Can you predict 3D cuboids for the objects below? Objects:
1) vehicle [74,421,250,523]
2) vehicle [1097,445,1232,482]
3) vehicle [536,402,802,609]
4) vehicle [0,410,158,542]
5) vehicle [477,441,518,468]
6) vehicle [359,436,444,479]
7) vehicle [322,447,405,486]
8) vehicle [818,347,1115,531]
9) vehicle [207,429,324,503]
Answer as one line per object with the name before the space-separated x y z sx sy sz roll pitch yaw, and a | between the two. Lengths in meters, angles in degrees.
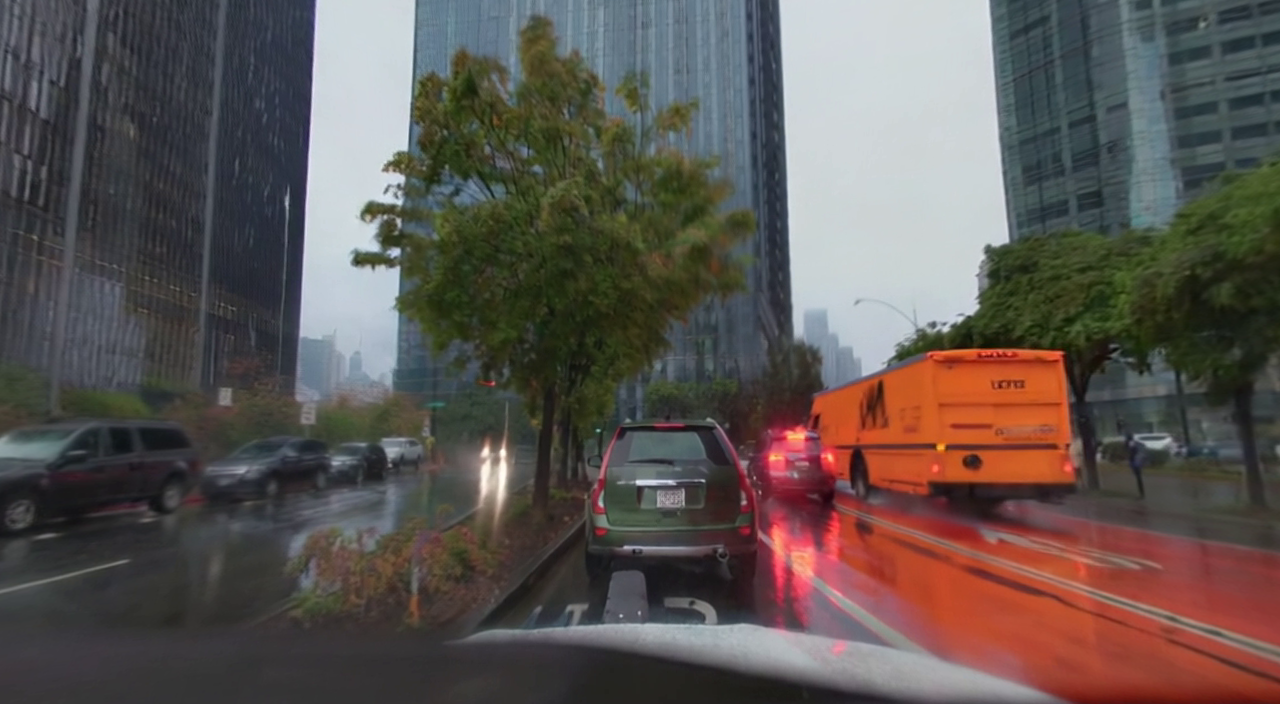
vehicle | -10.720 2.674 14.492 1.482 2.019 3.297 0 -9 -3
vehicle | 31.093 6.608 37.750 5.890 1.996 2.155 -6 -10 34
vehicle | 0.289 1.583 7.390 2.192 1.695 4.142 0 -8 2
vehicle | -10.383 2.068 10.886 1.543 1.946 3.454 1 -9 -5
vehicle | -9.976 7.225 44.642 2.198 1.779 4.926 1 -9 -6
vehicle | -11.817 5.258 31.833 2.338 1.963 5.740 0 -9 -4
vehicle | -11.373 4.692 26.315 1.791 1.463 4.210 0 -9 -4
vehicle | 6.636 2.032 14.702 3.113 3.116 7.650 0 -8 3
vehicle | -11.056 3.362 18.934 1.559 1.973 3.419 1 -9 -5
